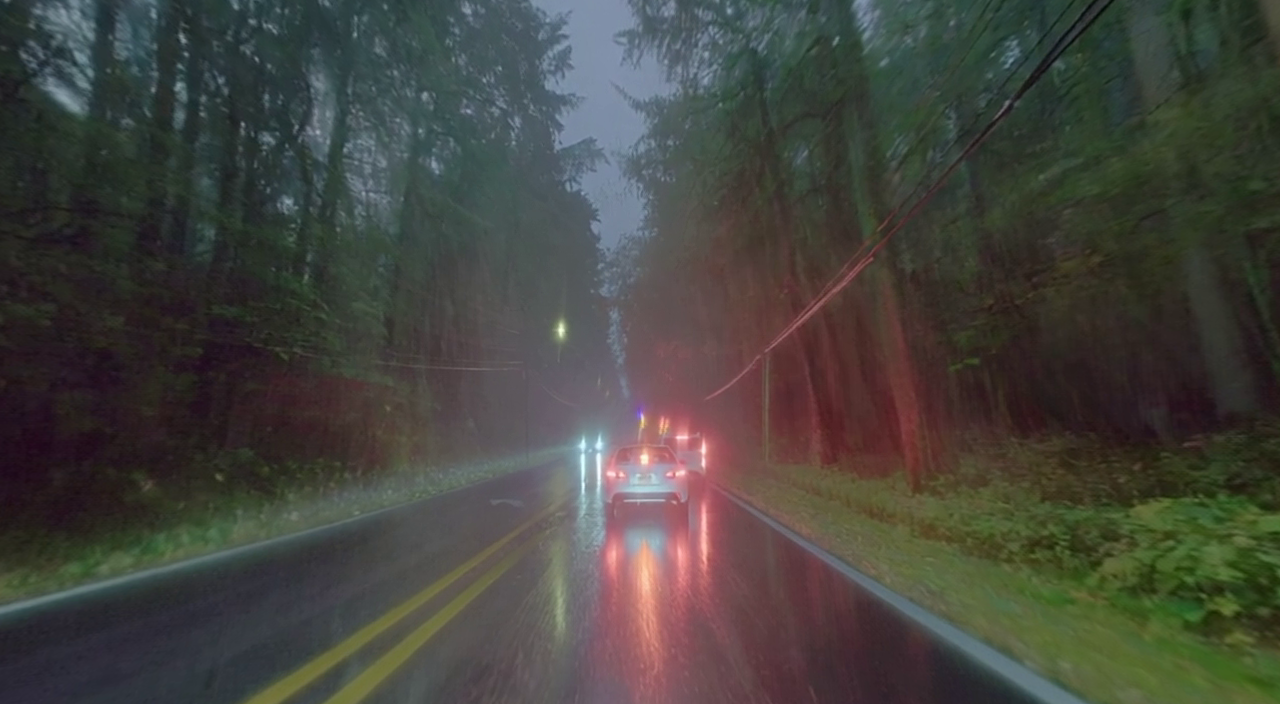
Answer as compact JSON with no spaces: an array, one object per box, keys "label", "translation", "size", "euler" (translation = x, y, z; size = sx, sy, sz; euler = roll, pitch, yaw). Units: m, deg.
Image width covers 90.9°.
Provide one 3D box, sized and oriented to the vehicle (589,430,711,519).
[{"label":"vehicle","translation":[0.159,2.381,12.687],"size":[2.081,1.503,3.726],"euler":[0,-8,0]}]
